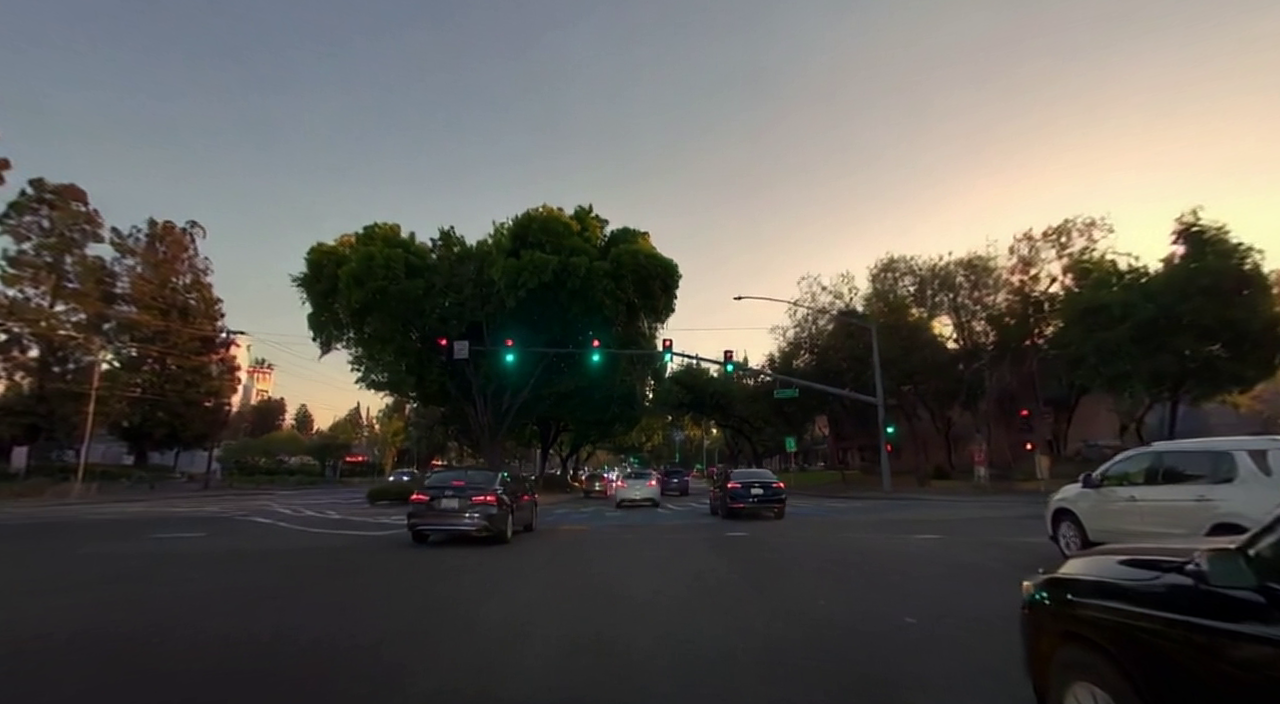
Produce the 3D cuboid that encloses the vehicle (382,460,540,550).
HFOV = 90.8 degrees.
[{"bbox_3d":[-3.542,3.118,13.532,2.045,1.463,4.490,0,-8,0],"label":"vehicle"}]

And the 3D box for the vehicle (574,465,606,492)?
[{"bbox_3d":[-3.691,9.476,47.540,2.033,1.714,4.278,0,-8,0],"label":"vehicle"}]

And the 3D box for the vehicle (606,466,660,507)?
[{"bbox_3d":[-0.304,5.634,26.785,2.098,1.461,3.958,0,-8,-1],"label":"vehicle"}]

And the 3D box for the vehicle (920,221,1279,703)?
[{"bbox_3d":[2.735,0.497,0.974,2.153,1.853,5.235,0,-8,0],"label":"vehicle"}]

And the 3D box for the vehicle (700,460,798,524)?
[{"bbox_3d":[3.188,4.206,19.574,1.996,1.566,4.917,0,-8,-2],"label":"vehicle"}]

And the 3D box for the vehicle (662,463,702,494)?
[{"bbox_3d":[2.647,8.119,40.805,2.138,1.778,4.422,0,-8,-2],"label":"vehicle"}]
